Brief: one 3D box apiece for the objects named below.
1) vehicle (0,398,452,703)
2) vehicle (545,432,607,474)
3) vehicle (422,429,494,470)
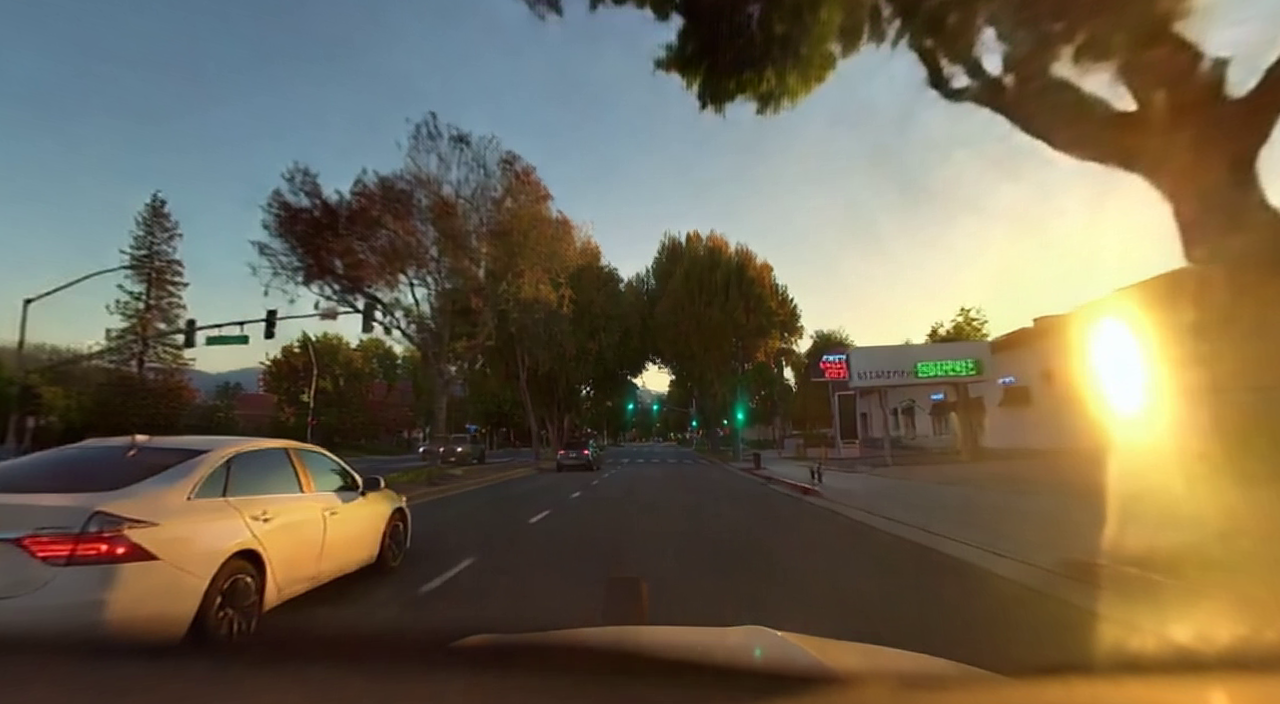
[{"bbox_3d":[-3.191,1.266,4.931,2.018,1.477,4.401,0,-8,1],"label":"vehicle"},{"bbox_3d":[-2.733,4.484,28.132,2.109,1.692,4.220,-1,-8,3],"label":"vehicle"},{"bbox_3d":[-9.064,4.913,31.908,2.030,1.906,4.661,-1,-8,3],"label":"vehicle"}]
